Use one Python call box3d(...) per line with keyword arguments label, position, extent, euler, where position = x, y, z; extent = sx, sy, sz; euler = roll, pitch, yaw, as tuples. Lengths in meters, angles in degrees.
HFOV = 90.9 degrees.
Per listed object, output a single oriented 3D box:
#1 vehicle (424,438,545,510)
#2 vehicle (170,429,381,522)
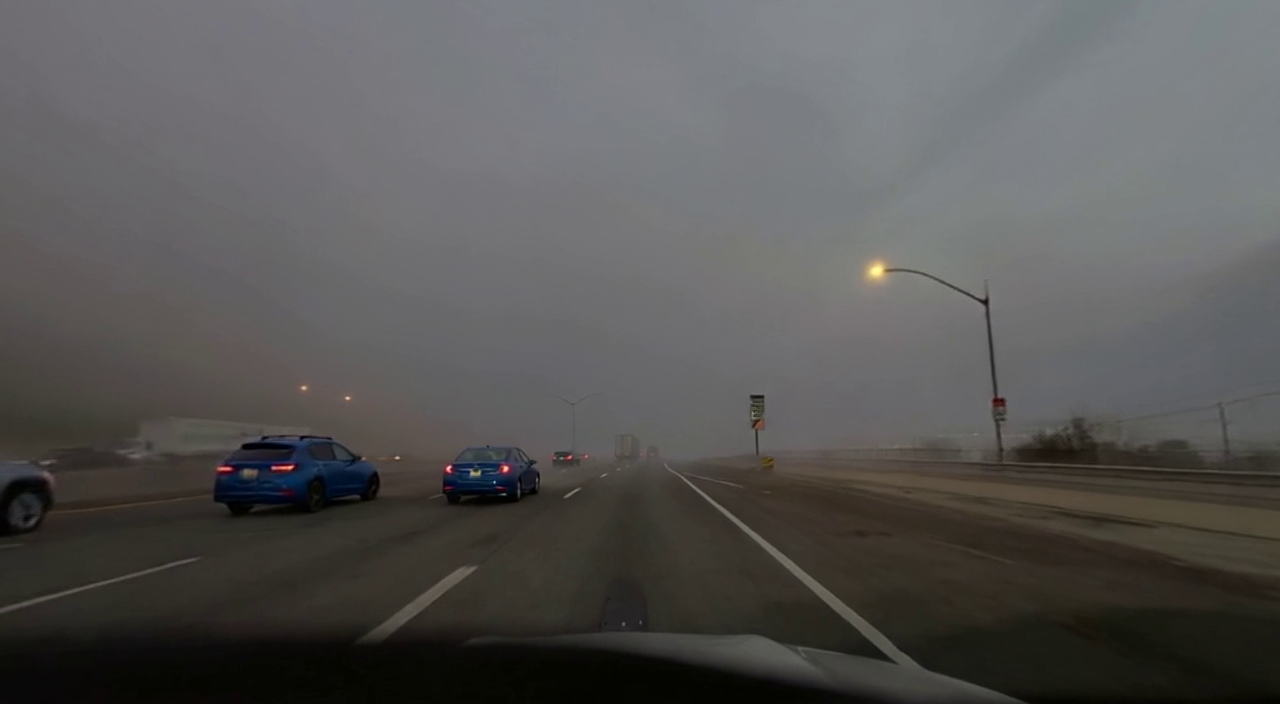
box3d(label="vehicle", position=(-3.633, 2.904, 15.476), extent=(1.953, 1.511, 3.704), euler=(-1, -8, 1))
box3d(label="vehicle", position=(-7.609, 2.580, 13.809), extent=(1.970, 1.682, 4.297), euler=(-1, -8, 1))
